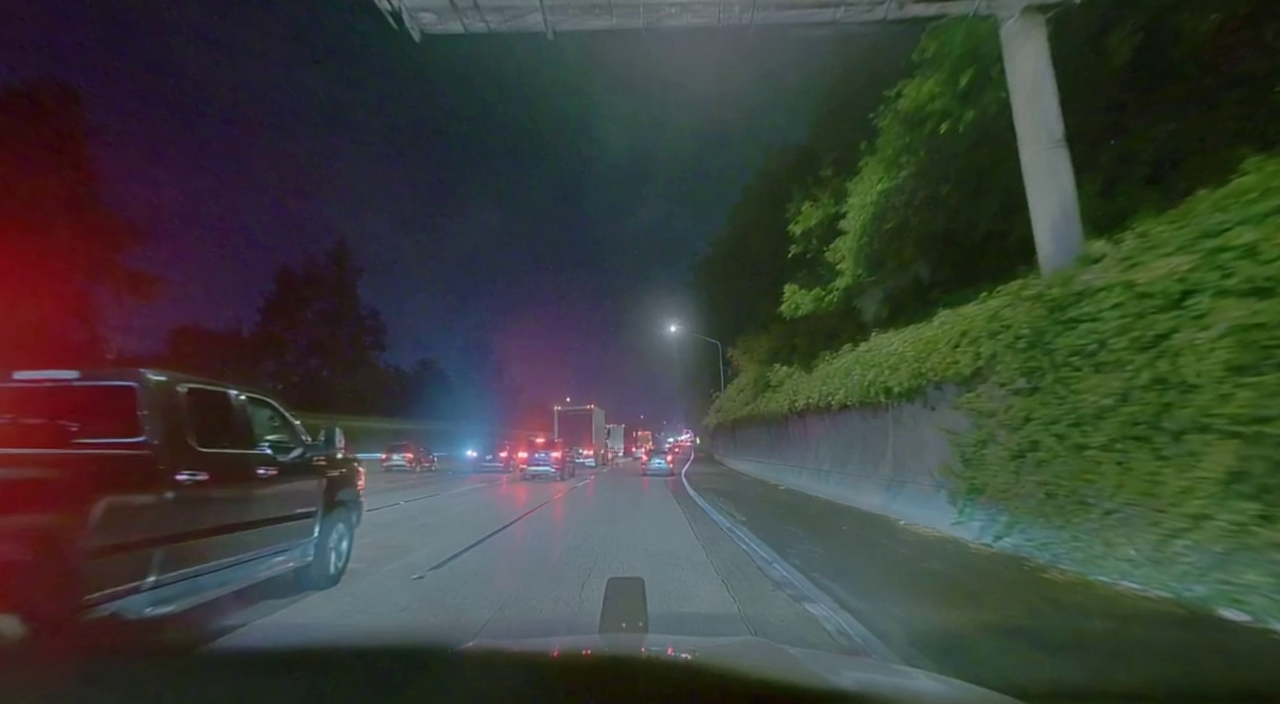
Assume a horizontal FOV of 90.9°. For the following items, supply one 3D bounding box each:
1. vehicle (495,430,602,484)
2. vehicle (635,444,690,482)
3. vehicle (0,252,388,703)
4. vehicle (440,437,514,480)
[{"bbox_3d":[-3.797,4.951,30.626,3.050,1.964,15.030,0,-8,0],"label":"vehicle"},{"bbox_3d":[0.973,4.665,26.884,2.176,1.493,3.955,0,-8,2],"label":"vehicle"},{"bbox_3d":[-4.007,0.762,3.144,2.724,2.170,6.508,0,-8,1],"label":"vehicle"},{"bbox_3d":[-7.262,4.800,28.616,2.039,1.769,4.552,0,-8,2],"label":"vehicle"}]
